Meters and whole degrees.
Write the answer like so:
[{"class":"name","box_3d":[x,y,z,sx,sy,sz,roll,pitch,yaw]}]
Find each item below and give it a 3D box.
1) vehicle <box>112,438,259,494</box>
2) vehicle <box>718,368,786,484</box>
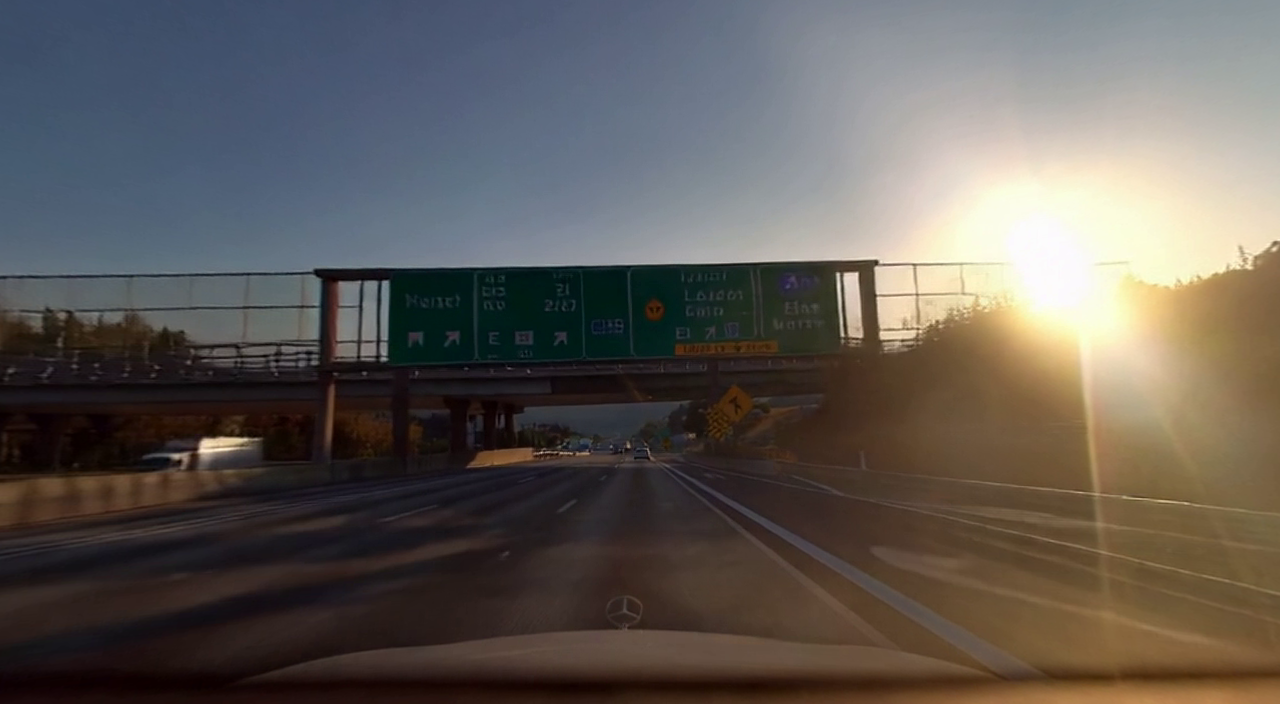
[{"class":"vehicle","box_3d":[-22.754,5.700,32.133,2.341,2.516,6.817,0,-9,0]},{"class":"vehicle","box_3d":[4.109,2.859,23.857,1.697,3.935,4.195,-2,-9,1]}]
